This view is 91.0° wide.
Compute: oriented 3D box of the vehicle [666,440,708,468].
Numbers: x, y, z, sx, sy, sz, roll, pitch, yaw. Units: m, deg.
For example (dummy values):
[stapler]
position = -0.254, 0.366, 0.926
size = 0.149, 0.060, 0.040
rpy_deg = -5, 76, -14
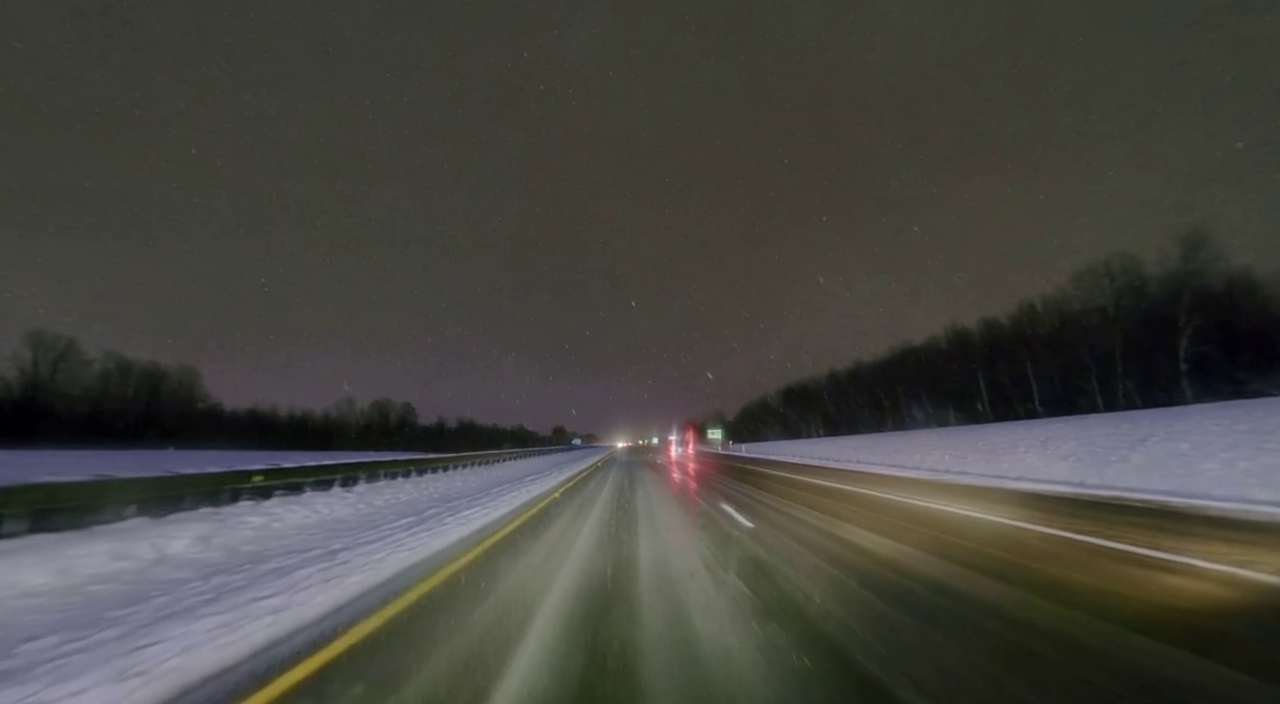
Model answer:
[vehicle]
position = 2.574, 5.704, 35.480
size = 2.005, 1.466, 3.739
rpy_deg = 0, -8, -1
